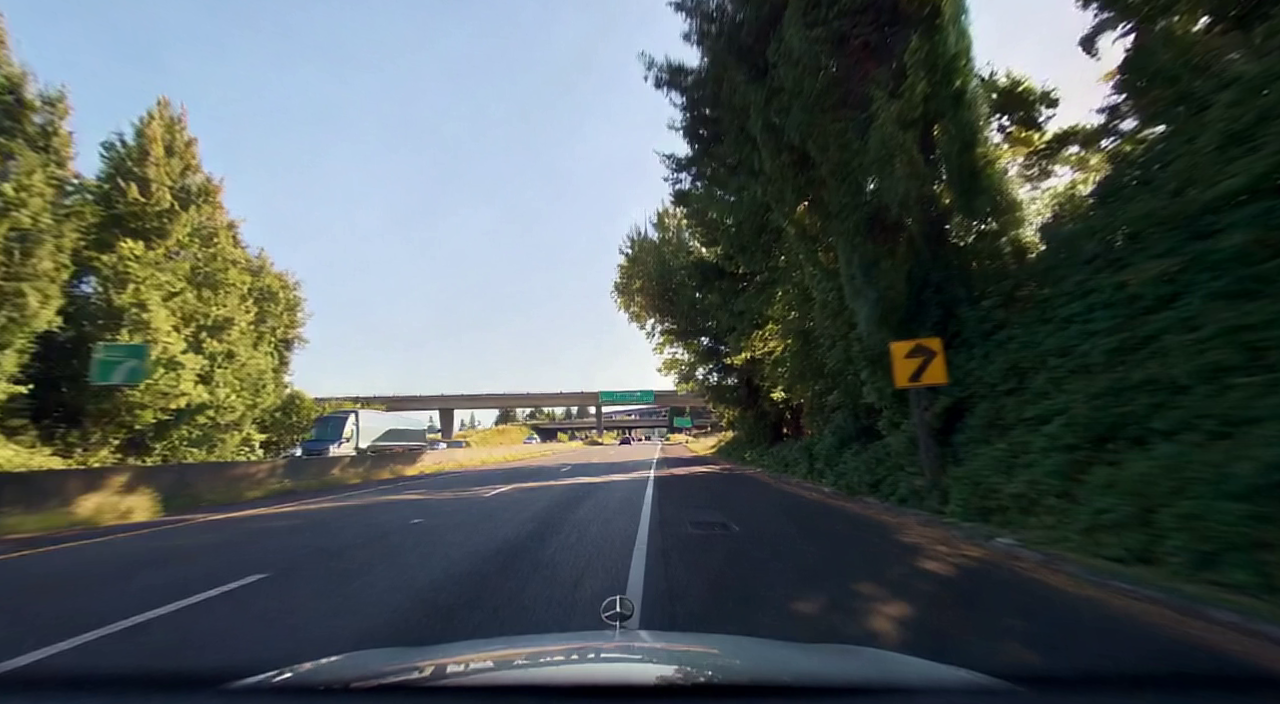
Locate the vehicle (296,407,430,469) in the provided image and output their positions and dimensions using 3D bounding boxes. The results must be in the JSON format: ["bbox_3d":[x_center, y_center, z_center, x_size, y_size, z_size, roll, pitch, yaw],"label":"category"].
[{"bbox_3d":[-16.669,5.359,39.323,3.161,3.320,10.997,0,-8,1],"label":"vehicle"}]
